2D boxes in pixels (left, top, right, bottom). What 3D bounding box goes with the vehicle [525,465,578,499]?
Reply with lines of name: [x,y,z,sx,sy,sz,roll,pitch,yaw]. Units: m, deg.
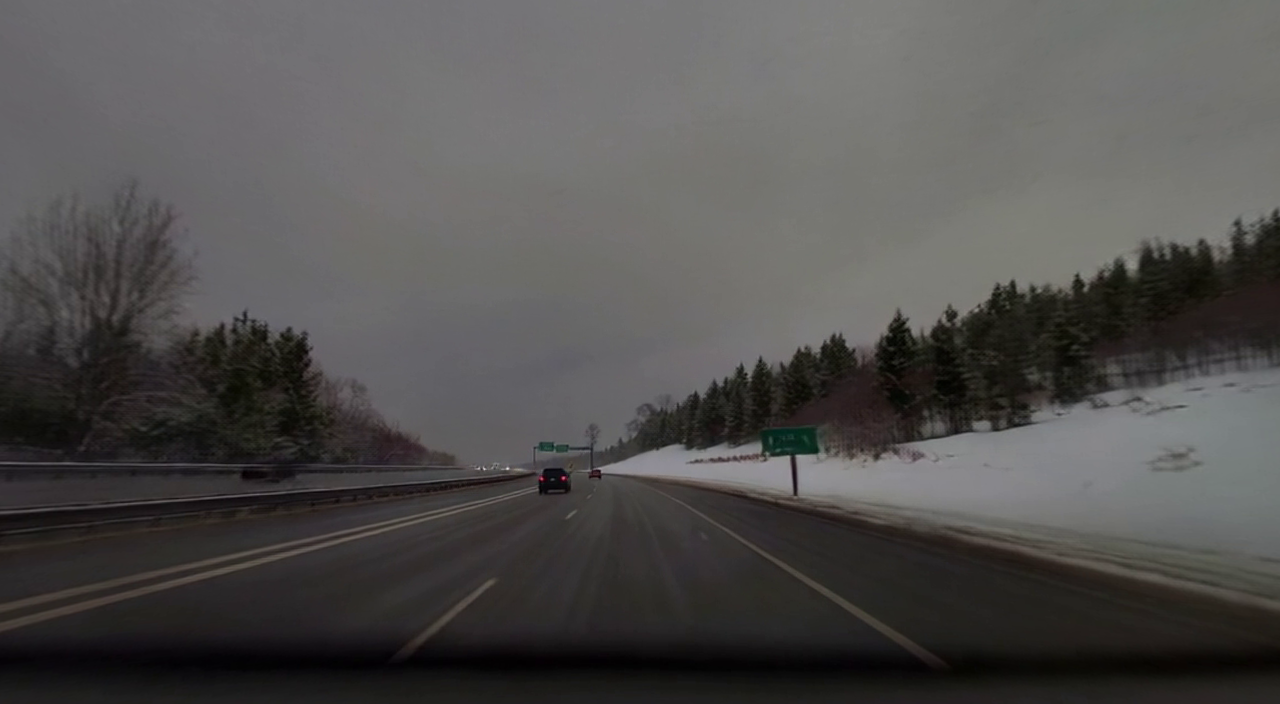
vehicle: [-4.394,6.544,31.977,2.115,1.546,4.638,1,-10,-2]

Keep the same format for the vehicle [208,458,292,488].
vehicle: [-21.514,6.689,34.988,2.038,1.509,4.205,1,-10,-2]
